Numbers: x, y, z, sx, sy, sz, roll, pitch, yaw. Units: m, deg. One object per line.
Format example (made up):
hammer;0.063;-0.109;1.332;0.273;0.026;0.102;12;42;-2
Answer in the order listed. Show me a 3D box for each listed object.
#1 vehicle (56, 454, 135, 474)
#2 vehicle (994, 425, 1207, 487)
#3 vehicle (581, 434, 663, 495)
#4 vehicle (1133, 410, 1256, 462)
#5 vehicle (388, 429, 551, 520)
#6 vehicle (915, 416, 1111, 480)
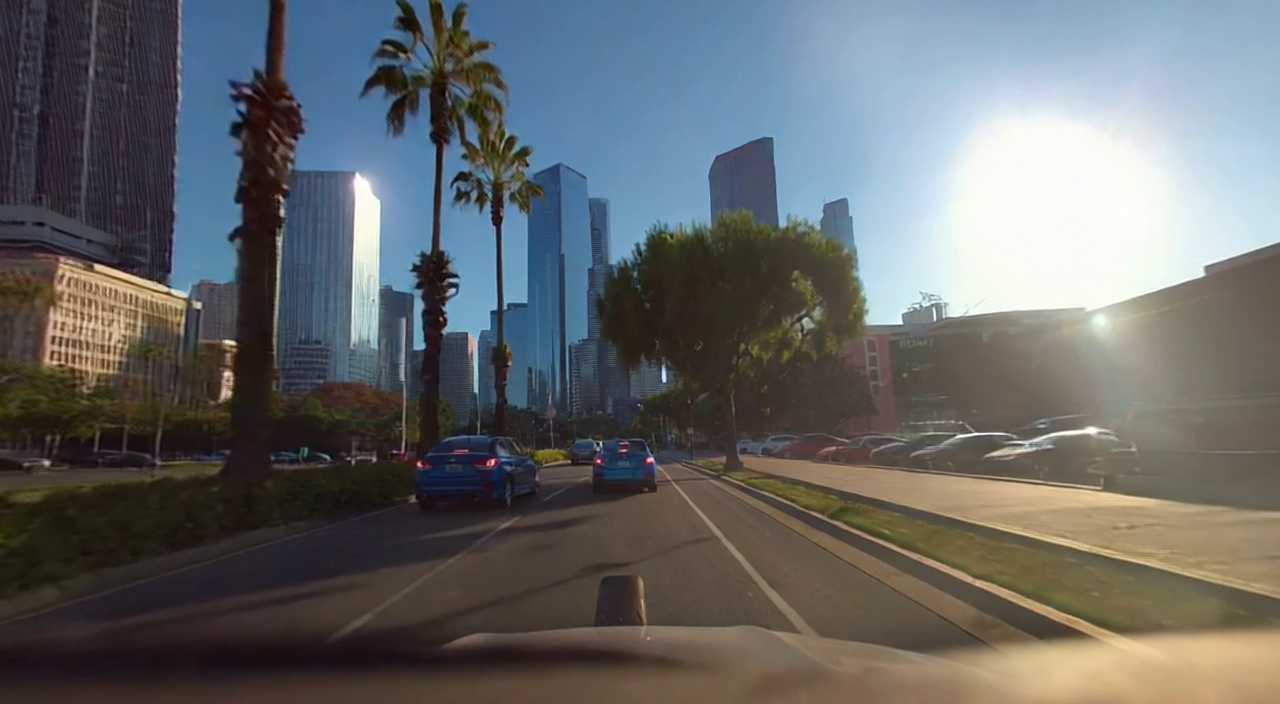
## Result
vehicle;-42.445;8.717;49.265;4.309;1.484;1.884;0;-8;-2
vehicle;13.290;3.021;18.442;4.749;1.522;1.905;-1;-9;-3
vehicle;-0.460;3.033;17.392;2.004;1.465;3.713;0;-8;0
vehicle;23.722;3.686;27.359;2.288;1.984;5.526;-4;-9;24
vehicle;-3.224;2.415;13.005;2.071;1.544;4.383;0;-8;1
vehicle;12.509;3.249;21.471;5.188;1.805;2.228;-2;-8;-3
